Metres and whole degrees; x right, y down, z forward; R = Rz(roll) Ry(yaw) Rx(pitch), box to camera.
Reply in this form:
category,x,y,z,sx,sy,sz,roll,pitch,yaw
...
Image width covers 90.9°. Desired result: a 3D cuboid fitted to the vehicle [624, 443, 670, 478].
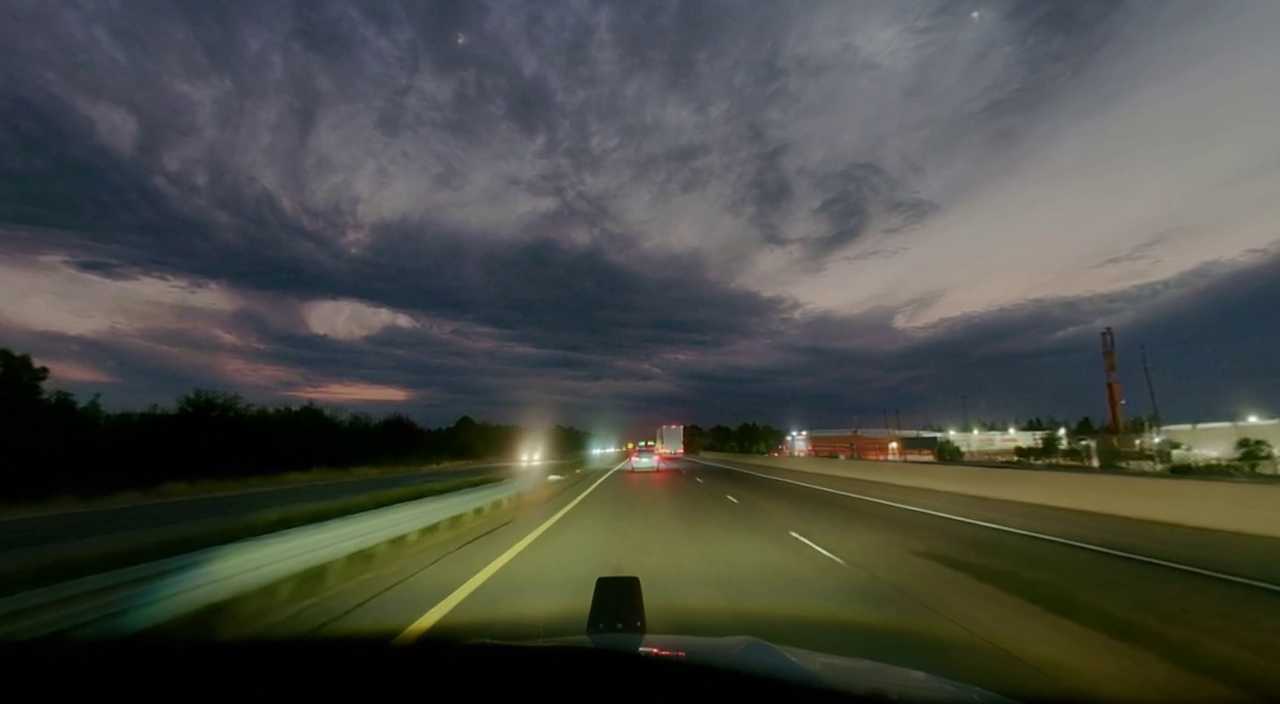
category,x,y,z,sx,sy,sz,roll,pitch,yaw
vehicle,0.293,5.114,30.011,2.045,1.527,4.023,0,-9,0
